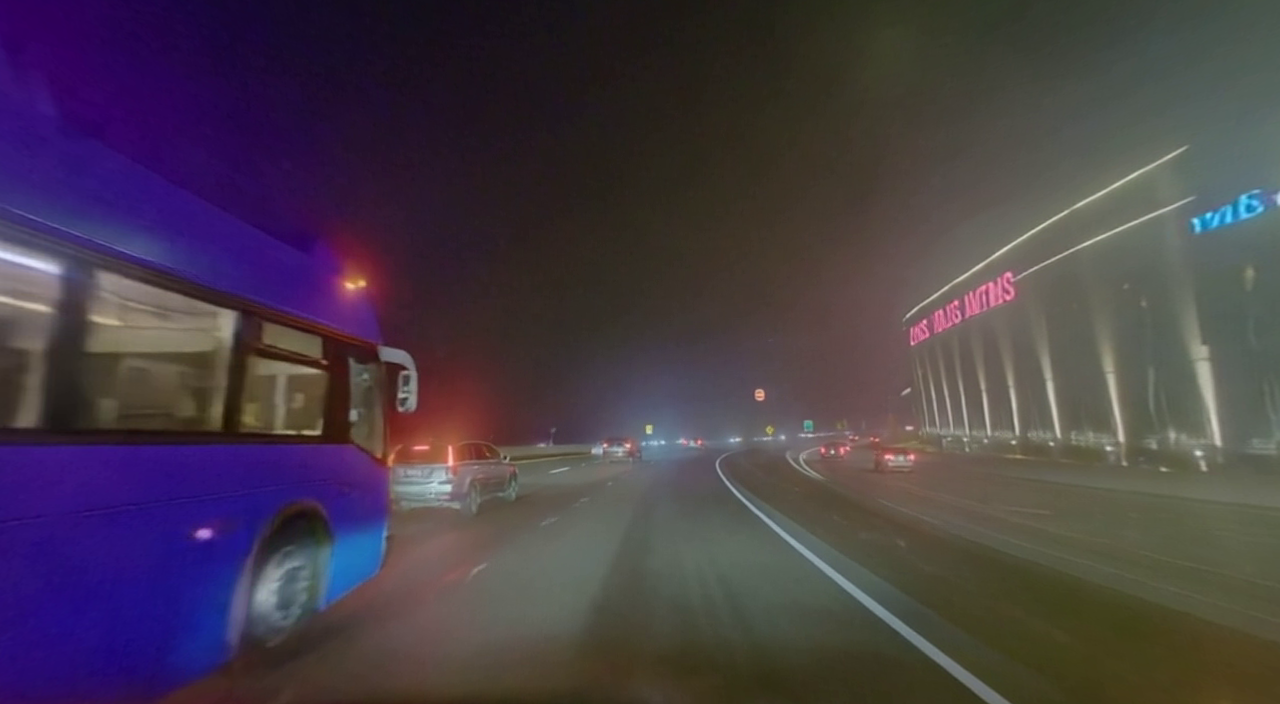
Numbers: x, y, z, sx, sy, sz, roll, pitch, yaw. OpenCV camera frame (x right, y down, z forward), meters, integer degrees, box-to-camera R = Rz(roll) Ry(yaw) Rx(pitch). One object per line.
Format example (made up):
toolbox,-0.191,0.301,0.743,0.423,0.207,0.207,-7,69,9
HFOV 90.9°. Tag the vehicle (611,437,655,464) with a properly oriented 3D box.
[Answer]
vehicle,-0.329,5.714,36.655,1.928,1.455,4.361,-2,-9,8

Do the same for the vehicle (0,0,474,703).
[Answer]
vehicle,-3.300,0.153,2.333,2.888,2.944,8.373,-1,-9,2
